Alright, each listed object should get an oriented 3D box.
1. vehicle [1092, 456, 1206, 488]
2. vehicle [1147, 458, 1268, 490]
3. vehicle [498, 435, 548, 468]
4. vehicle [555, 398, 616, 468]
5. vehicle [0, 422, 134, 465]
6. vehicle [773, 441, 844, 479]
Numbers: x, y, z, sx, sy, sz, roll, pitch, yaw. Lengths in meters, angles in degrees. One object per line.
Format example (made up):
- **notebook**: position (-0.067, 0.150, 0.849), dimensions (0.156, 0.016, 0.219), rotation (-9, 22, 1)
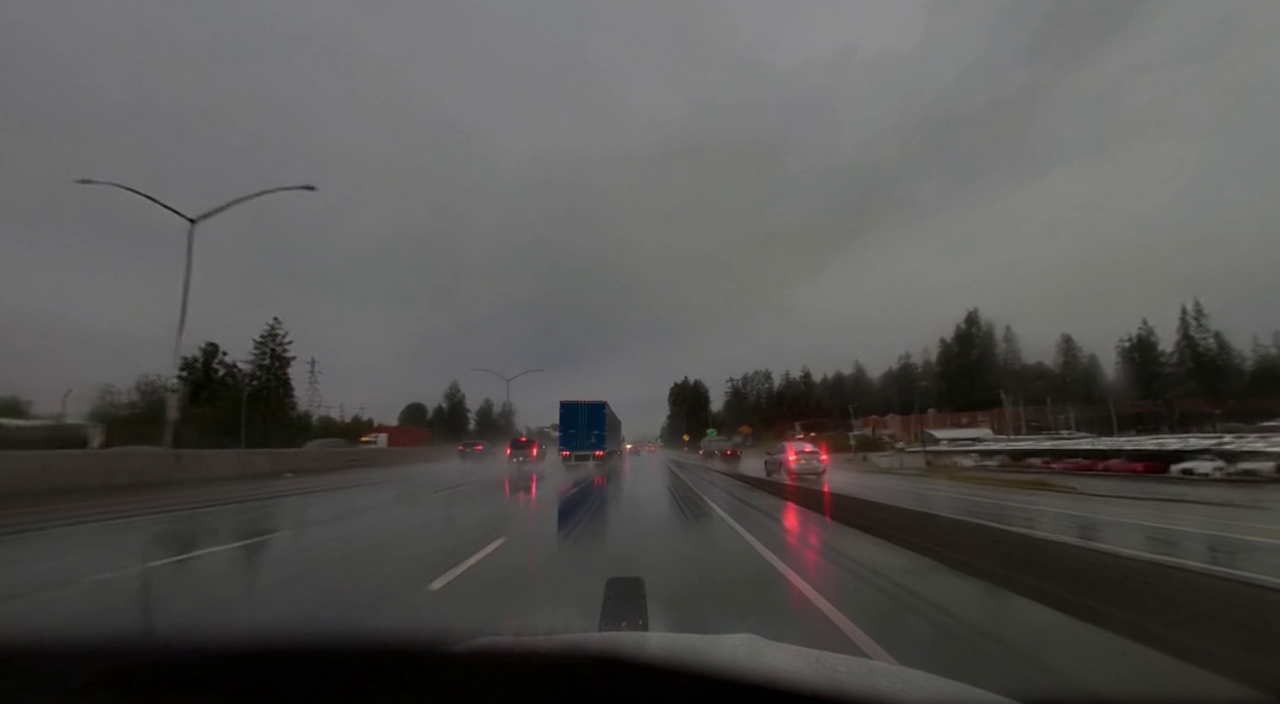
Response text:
- **vehicle**: position (27.934, 6.558, 34.684), dimensions (4.569, 1.449, 2.013), rotation (-2, -8, -3)
- **vehicle**: position (28.339, 6.094, 31.601), dimensions (4.298, 1.453, 1.877), rotation (0, -8, -2)
- **vehicle**: position (-6.915, 5.940, 37.870), dimensions (2.058, 1.840, 4.443), rotation (0, -8, 1)
- **vehicle**: position (-3.359, 5.599, 42.772), dimensions (2.905, 4.037, 12.921), rotation (0, -8, 1)
- **vehicle**: position (-36.666, 5.800, 40.071), dimensions (2.598, 2.463, 7.577), rotation (0, -8, 1)
- **vehicle**: position (8.262, 5.324, 31.364), dimensions (2.083, 1.706, 4.129), rotation (1, -8, -5)
